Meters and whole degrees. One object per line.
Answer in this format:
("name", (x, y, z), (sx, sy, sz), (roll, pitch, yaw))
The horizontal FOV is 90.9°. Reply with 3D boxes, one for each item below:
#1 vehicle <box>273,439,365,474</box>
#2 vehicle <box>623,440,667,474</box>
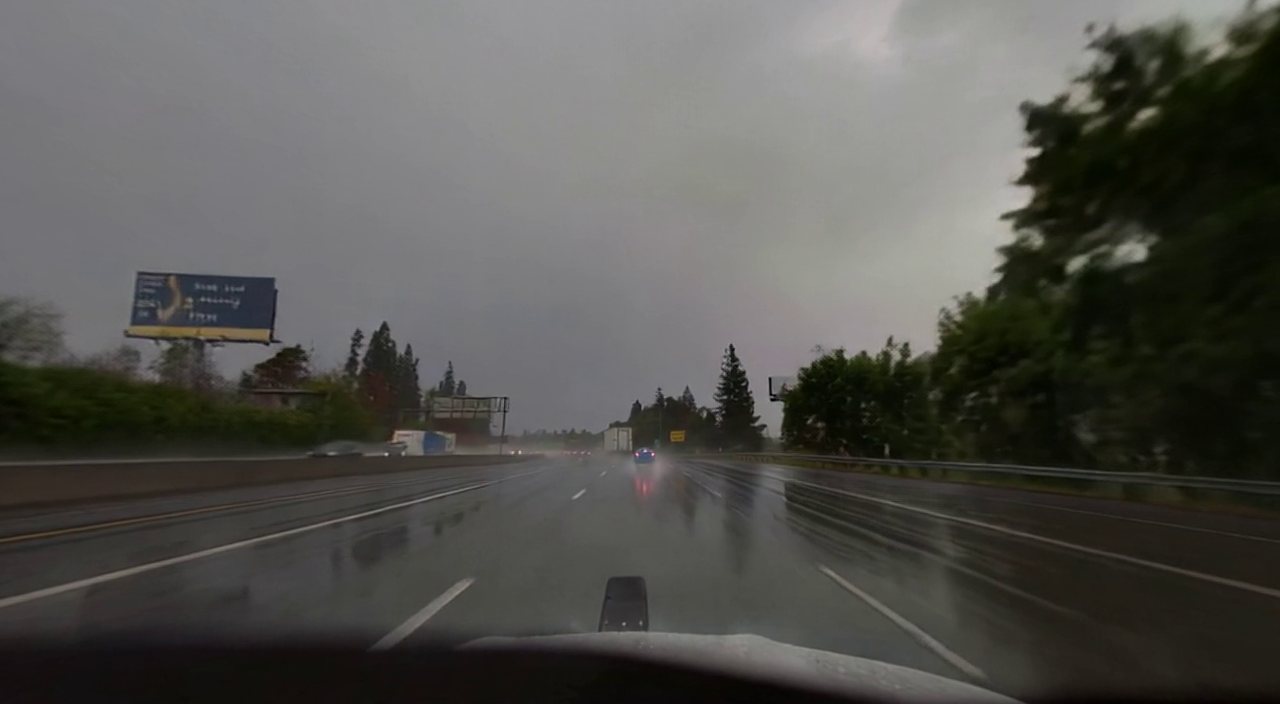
("vehicle", (-17.731, 5.776, 35.247), (2.156, 1.764, 5.763), (0, -8, 0))
("vehicle", (0.178, 5.131, 30.998), (2.042, 1.528, 4.300), (0, -8, -1))
